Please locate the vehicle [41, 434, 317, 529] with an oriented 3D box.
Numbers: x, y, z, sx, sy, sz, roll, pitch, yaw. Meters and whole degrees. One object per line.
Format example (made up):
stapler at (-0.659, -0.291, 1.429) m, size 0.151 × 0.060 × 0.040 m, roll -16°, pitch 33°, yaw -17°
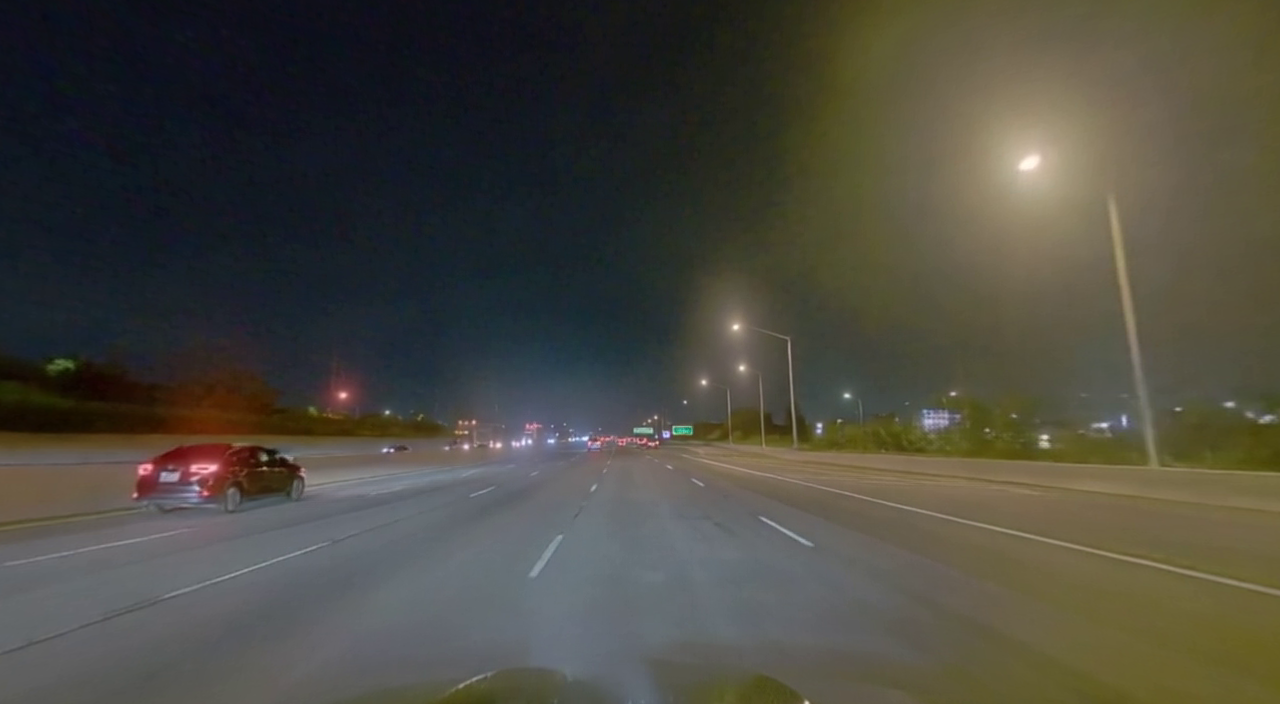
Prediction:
vehicle at (-8.599, 2.428, 12.483) m, size 2.060 × 1.507 × 4.494 m, roll 0°, pitch -9°, yaw 0°
